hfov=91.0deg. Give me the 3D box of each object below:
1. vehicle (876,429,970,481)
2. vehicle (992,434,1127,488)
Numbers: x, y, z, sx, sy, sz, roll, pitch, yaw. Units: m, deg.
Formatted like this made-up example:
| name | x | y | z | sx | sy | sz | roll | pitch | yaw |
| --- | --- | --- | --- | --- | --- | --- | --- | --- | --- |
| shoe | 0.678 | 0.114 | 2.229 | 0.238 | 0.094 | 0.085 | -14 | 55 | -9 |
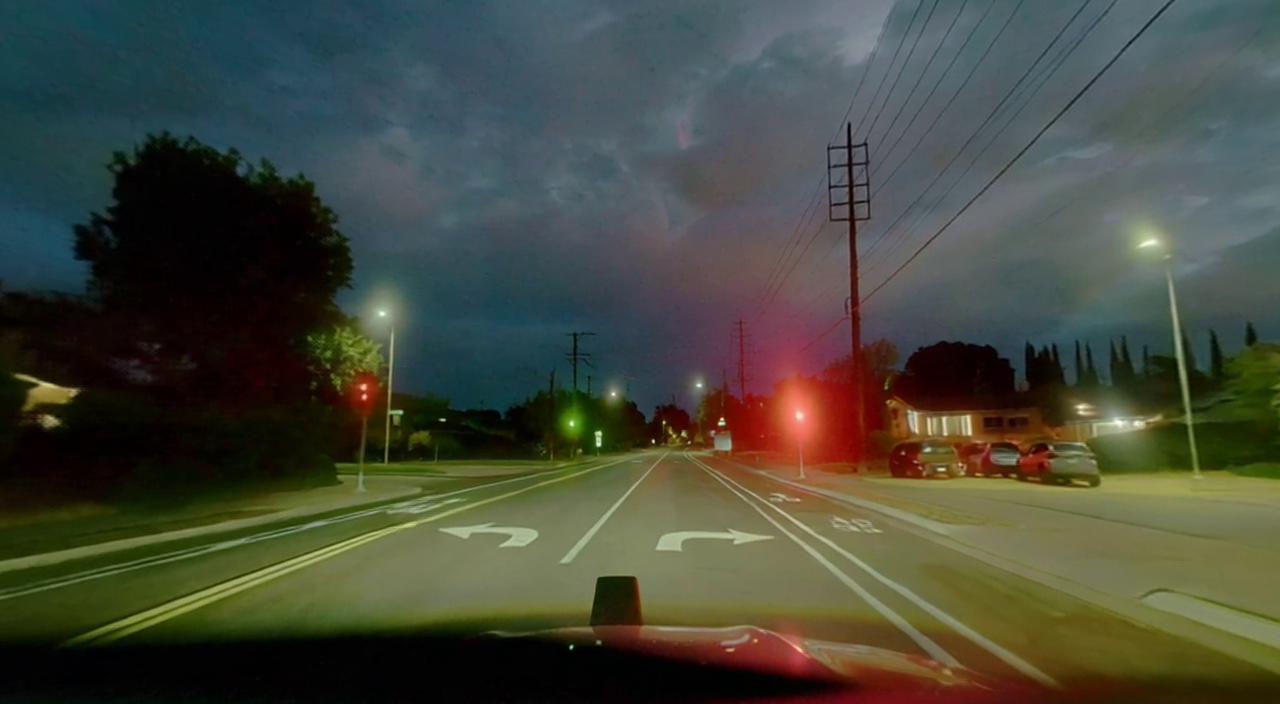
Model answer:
| name | x | y | z | sx | sy | sz | roll | pitch | yaw |
| --- | --- | --- | --- | --- | --- | --- | --- | --- | --- |
| vehicle | 11.715 | 4.288 | 26.451 | 1.912 | 1.953 | 4.651 | 0 | -8 | 3 |
| vehicle | 14.840 | 3.866 | 22.653 | 1.935 | 1.683 | 4.669 | 0 | -8 | 5 |
